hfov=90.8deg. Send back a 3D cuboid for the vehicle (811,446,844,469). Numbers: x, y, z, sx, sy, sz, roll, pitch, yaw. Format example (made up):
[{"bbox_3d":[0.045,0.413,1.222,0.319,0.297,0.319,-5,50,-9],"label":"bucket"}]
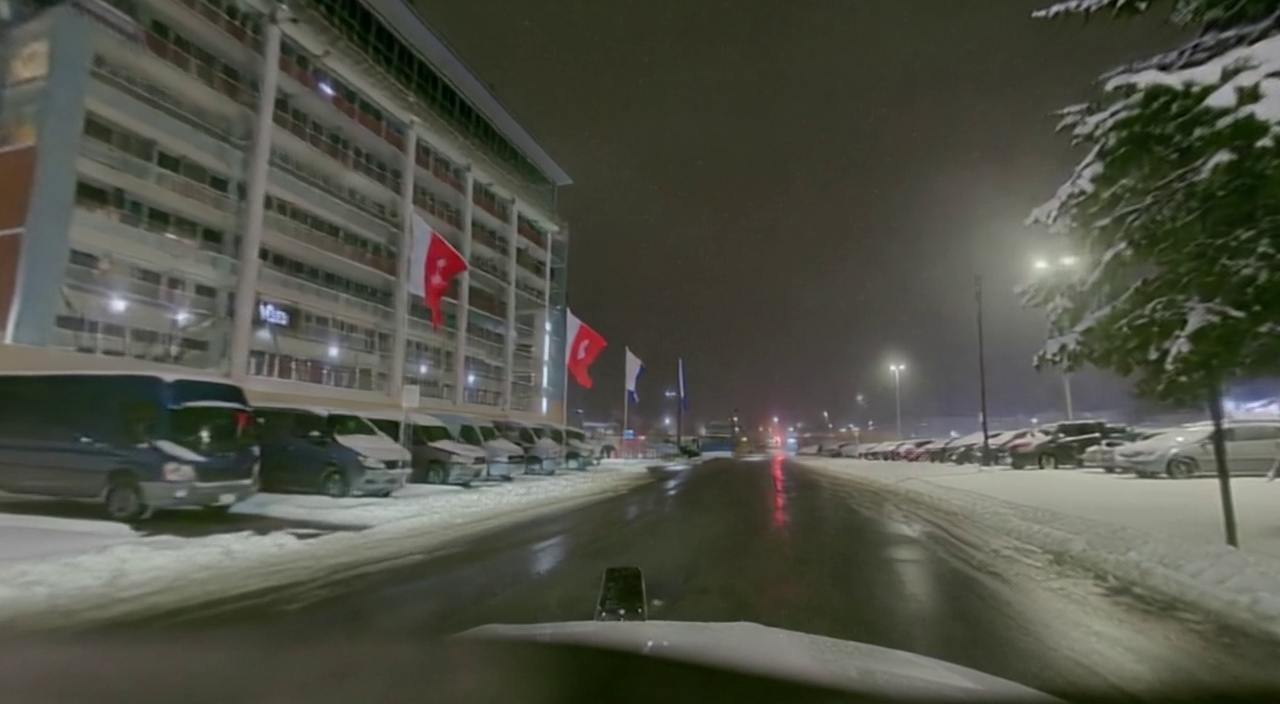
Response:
[{"bbox_3d":[14.381,8.112,48.658,2.026,1.659,4.314,-2,-8,11],"label":"vehicle"}]

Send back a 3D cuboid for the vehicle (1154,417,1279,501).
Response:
[{"bbox_3d":[14.737,2.407,14.483,4.766,1.676,2.167,3,-9,-17],"label":"vehicle"}]

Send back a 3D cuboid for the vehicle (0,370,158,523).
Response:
[{"bbox_3d":[-11.917,1.519,10.575,6.632,2.126,2.228,-2,-7,13],"label":"vehicle"}]
